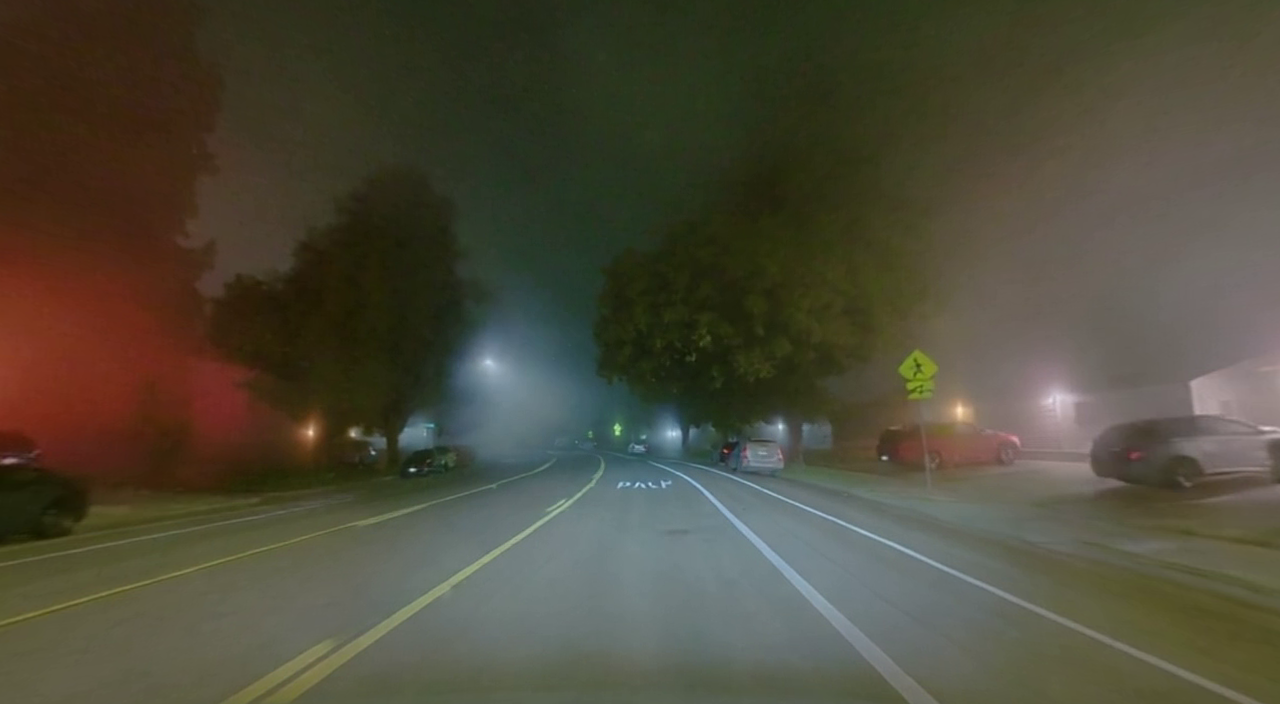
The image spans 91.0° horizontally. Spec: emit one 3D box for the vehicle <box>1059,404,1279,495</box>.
[{"bbox_3d":[12.661,2.193,14.640,4.357,1.792,2.244,-1,-7,-10],"label":"vehicle"}]

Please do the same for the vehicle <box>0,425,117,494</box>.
[{"bbox_3d":[-18.988,3.056,18.581,5.098,1.795,1.979,4,-11,0],"label":"vehicle"}]

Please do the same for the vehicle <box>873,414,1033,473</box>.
[{"bbox_3d":[11.757,3.466,23.906,4.882,1.766,2.040,-4,-9,-4],"label":"vehicle"}]

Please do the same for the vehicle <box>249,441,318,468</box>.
[{"bbox_3d":[-20.785,5.967,36.918,1.942,1.464,4.537,1,-9,-8],"label":"vehicle"}]

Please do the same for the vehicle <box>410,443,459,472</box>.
[{"bbox_3d":[-13.097,6.734,40.375,2.292,1.499,4.661,-4,-8,-11],"label":"vehicle"}]

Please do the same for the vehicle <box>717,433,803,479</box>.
[{"bbox_3d":[4.980,4.390,27.169,1.954,1.732,6.409,2,-8,-5],"label":"vehicle"}]
